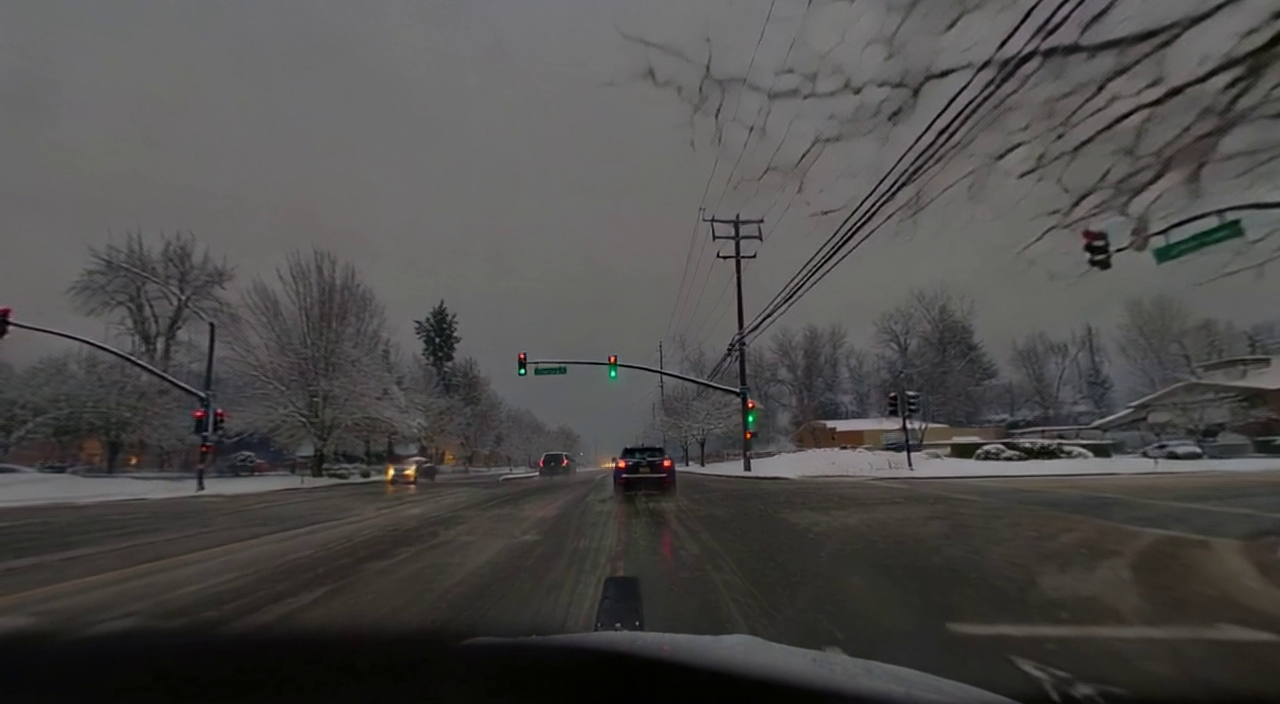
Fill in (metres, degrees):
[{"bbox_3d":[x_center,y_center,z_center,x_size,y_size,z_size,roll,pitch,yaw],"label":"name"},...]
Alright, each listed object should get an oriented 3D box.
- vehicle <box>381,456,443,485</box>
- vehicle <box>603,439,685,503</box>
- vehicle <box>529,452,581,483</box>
[{"bbox_3d":[-13.722,7.166,38.343,2.025,1.571,4.636,0,-9,0],"label":"vehicle"},{"bbox_3d":[0.069,3.425,18.543,2.156,1.636,3.923,0,-9,-1],"label":"vehicle"},{"bbox_3d":[-4.346,6.018,33.101,2.153,1.474,4.284,0,-9,0],"label":"vehicle"}]
